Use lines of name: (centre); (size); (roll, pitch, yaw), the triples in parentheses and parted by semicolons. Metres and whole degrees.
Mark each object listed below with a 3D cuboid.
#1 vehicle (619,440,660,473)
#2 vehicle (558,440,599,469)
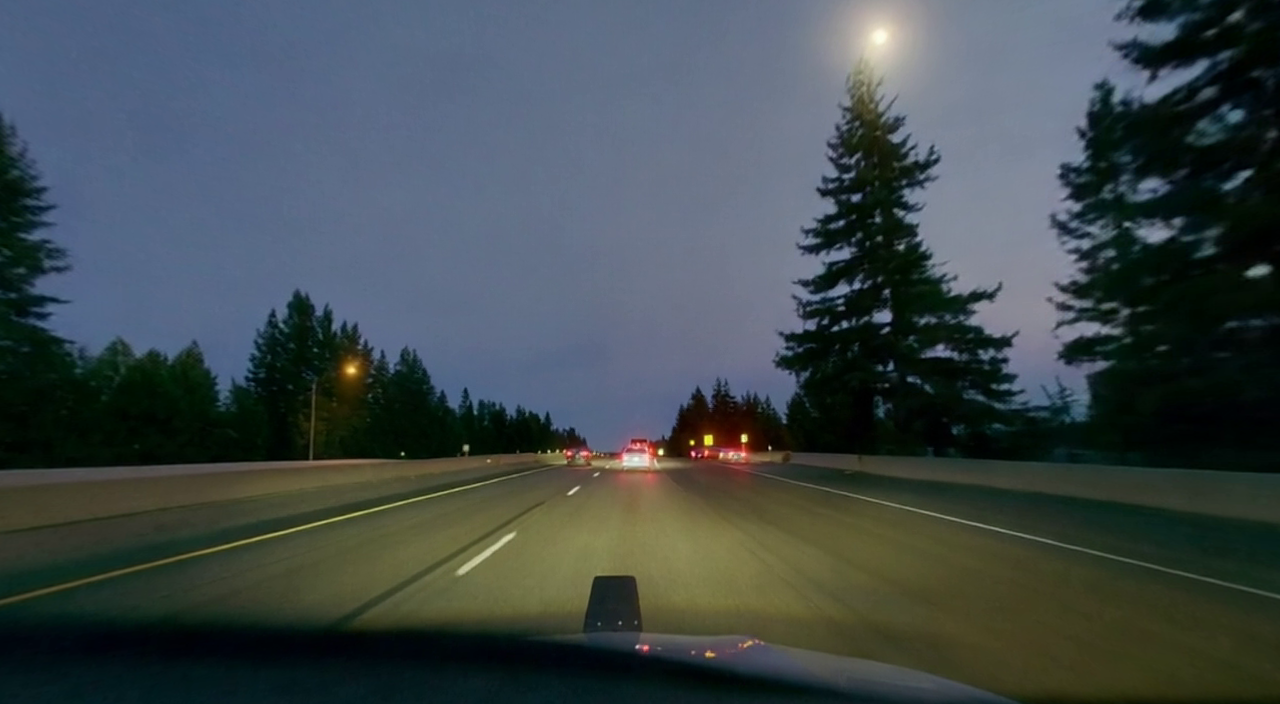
vehicle: (-0.034, 5.673, 34.420); (2.130, 1.684, 3.826); (0, -8, 0)
vehicle: (-3.900, 6.603, 40.626); (2.130, 1.741, 4.665); (0, -8, 1)
